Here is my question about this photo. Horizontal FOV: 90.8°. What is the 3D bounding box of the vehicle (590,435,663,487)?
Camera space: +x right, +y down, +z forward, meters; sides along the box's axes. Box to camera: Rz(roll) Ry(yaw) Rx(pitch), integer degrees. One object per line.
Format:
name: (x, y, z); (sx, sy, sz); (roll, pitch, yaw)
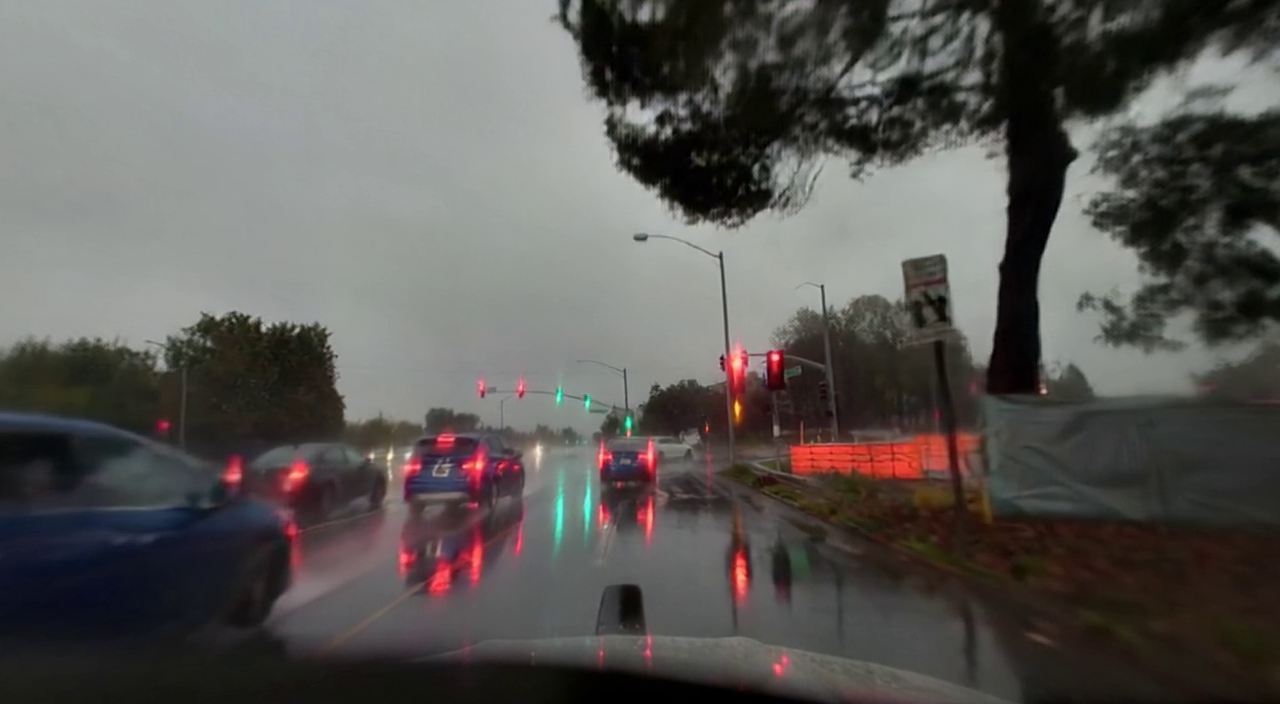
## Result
vehicle: (-0.365, 3.582, 21.017); (2.183, 1.506, 4.286); (0, -9, 1)

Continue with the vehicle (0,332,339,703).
vehicle: (-4.014, 1.022, 3.633); (2.236, 1.886, 4.792); (-3, -9, 0)

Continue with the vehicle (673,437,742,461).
vehicle: (4.506, 6.394, 41.784); (4.345, 1.480, 1.800); (5, -10, -33)

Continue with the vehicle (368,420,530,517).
vehicle: (-4.148, 2.647, 14.843); (2.240, 1.844, 5.043); (0, -9, 0)

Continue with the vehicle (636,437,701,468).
vehicle: (1.596, 5.268, 33.199); (1.873, 1.477, 4.467); (-4, -9, 24)
